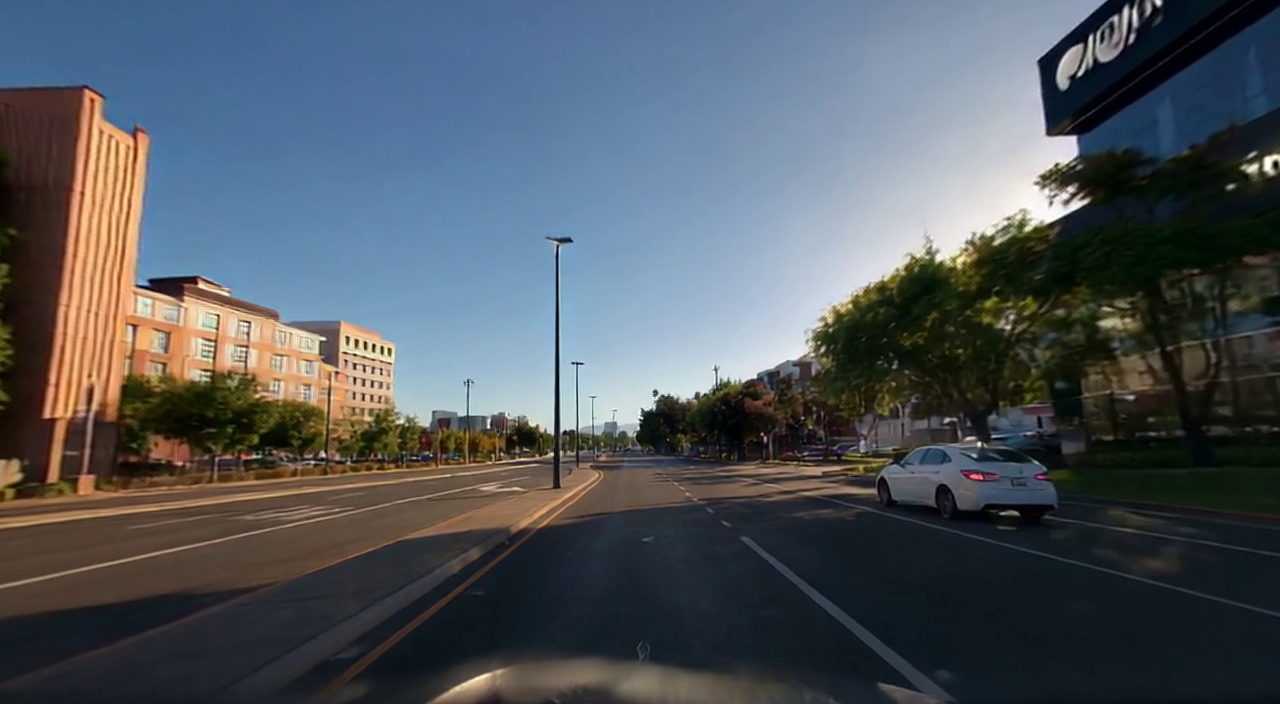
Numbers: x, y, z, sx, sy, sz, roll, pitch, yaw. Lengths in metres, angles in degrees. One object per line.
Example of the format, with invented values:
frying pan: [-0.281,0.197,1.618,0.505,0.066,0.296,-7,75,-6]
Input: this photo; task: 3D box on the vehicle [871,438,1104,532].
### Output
vehicle: [6.616,2.563,12.839,1.913,1.504,4.738,0,-9,-2]

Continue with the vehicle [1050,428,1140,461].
vehicle: [28.918,5.846,40.370,2.149,1.871,4.506,-1,-6,-4]
